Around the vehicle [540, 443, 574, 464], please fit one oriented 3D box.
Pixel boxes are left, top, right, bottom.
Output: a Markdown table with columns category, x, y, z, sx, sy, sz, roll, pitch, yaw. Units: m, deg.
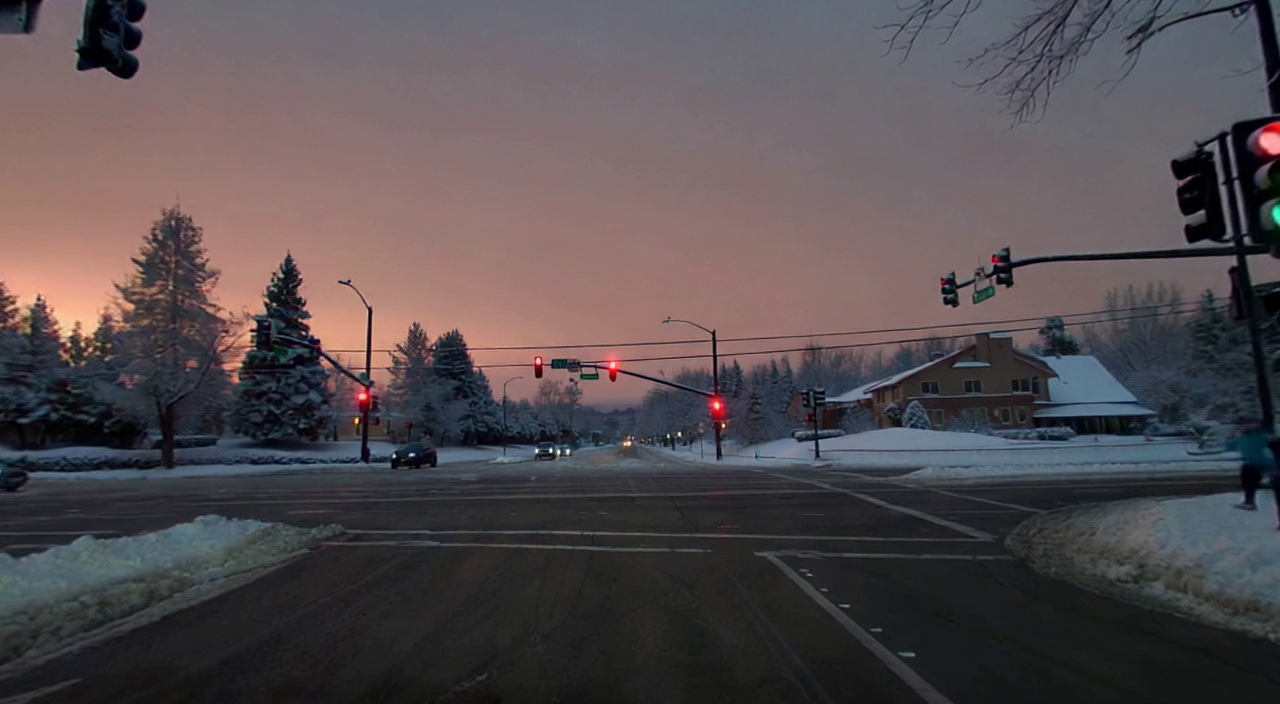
| category | x | y | z | sx | sy | sz | roll | pitch | yaw |
| --- | --- | --- | --- | --- | --- | --- | --- | --- | --- |
| vehicle | -6.131 | 7.521 | 47.051 | 1.936 | 1.444 | 4.168 | 0 | -8 | 0 |
